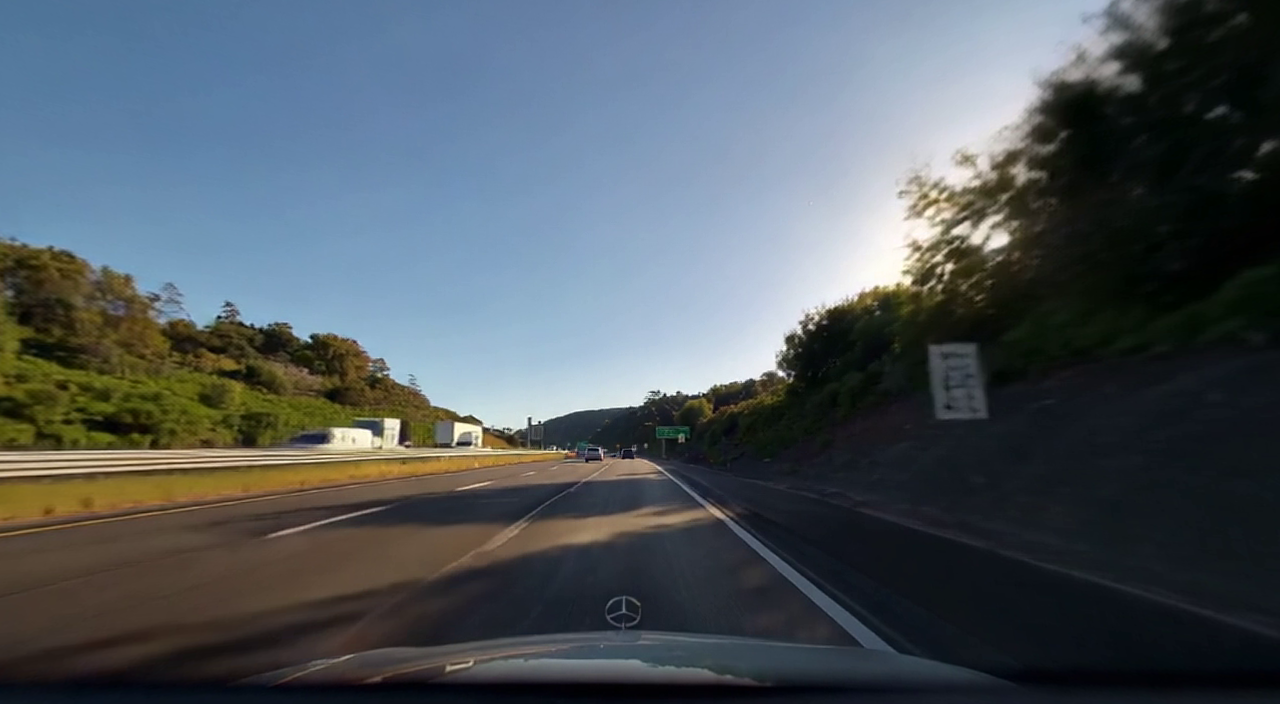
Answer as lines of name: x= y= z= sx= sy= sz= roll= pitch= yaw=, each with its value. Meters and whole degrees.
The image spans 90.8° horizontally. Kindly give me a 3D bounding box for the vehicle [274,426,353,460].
vehicle: x=-19.984 y=5.643 z=38.960 sx=2.171 sy=1.948 sz=5.072 roll=0 pitch=-9 yaw=-1
